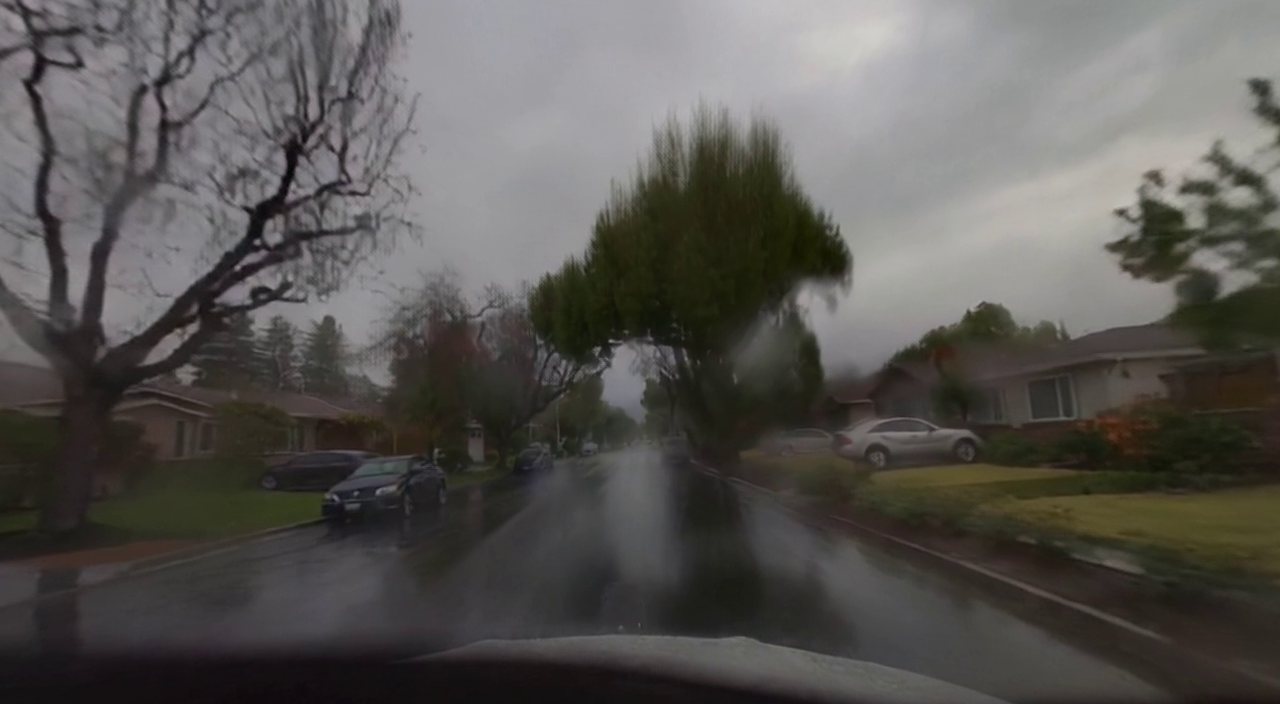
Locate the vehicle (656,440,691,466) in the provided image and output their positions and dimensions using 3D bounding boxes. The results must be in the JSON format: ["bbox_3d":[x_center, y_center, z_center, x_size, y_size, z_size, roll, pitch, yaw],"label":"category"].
[{"bbox_3d":[2.030,6.208,39.111,2.022,1.483,4.565,0,-8,2],"label":"vehicle"}]

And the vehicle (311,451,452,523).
[{"bbox_3d":[-6.089,3.177,15.369,1.878,1.496,3.535,0,-8,1],"label":"vehicle"}]

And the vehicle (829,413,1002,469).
[{"bbox_3d":[8.641,2.835,20.111,4.599,1.652,1.903,0,-8,-2],"label":"vehicle"}]

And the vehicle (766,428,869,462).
[{"bbox_3d":[8.572,4.517,30.803,4.331,1.570,2.009,0,-8,-2],"label":"vehicle"}]
